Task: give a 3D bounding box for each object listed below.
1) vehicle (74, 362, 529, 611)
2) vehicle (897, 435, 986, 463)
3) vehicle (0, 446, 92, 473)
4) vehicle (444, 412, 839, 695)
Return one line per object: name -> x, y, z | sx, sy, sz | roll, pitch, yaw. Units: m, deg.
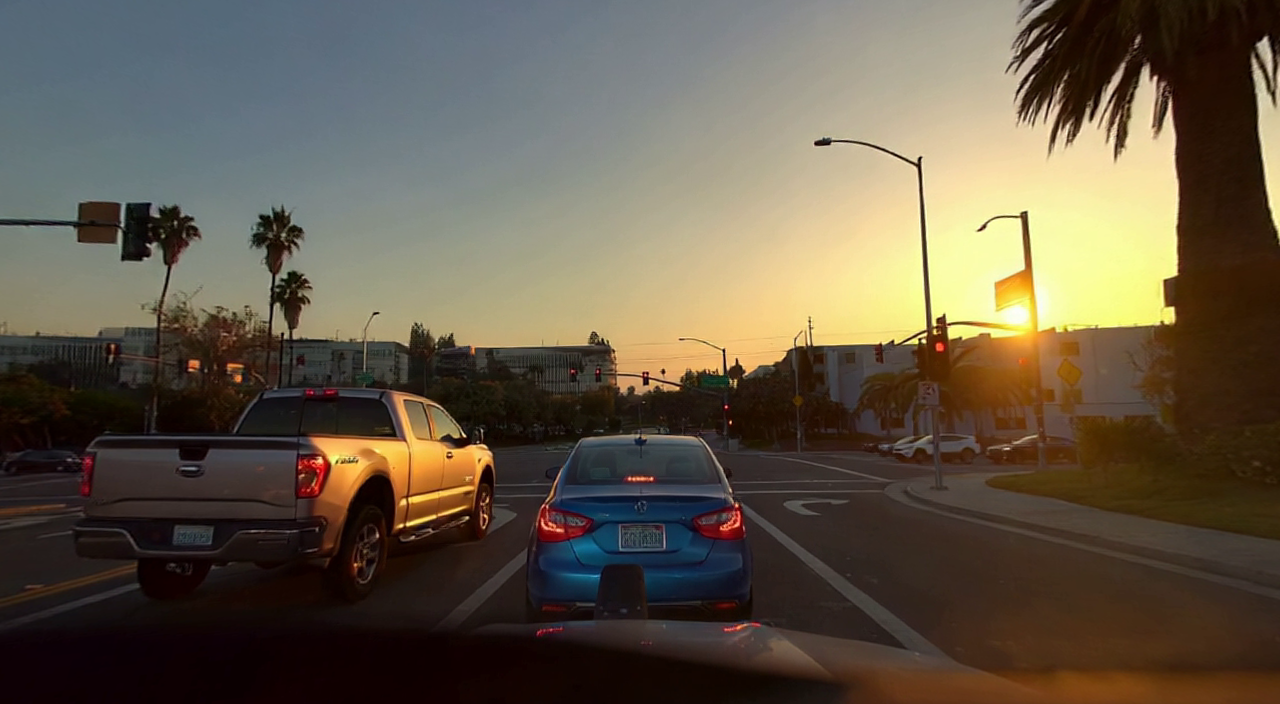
vehicle -> -3.231, 1.476, 7.901 | 2.330, 1.969, 5.626 | -1, -8, 3
vehicle -> 18.808, 6.078, 39.299 | 4.466, 1.717, 1.963 | 0, -8, 2
vehicle -> -37.112, 6.643, 38.854 | 4.576, 1.617, 1.937 | 0, -8, 2
vehicle -> 0.037, 1.394, 5.530 | 2.122, 1.501, 4.152 | 0, -8, 1
